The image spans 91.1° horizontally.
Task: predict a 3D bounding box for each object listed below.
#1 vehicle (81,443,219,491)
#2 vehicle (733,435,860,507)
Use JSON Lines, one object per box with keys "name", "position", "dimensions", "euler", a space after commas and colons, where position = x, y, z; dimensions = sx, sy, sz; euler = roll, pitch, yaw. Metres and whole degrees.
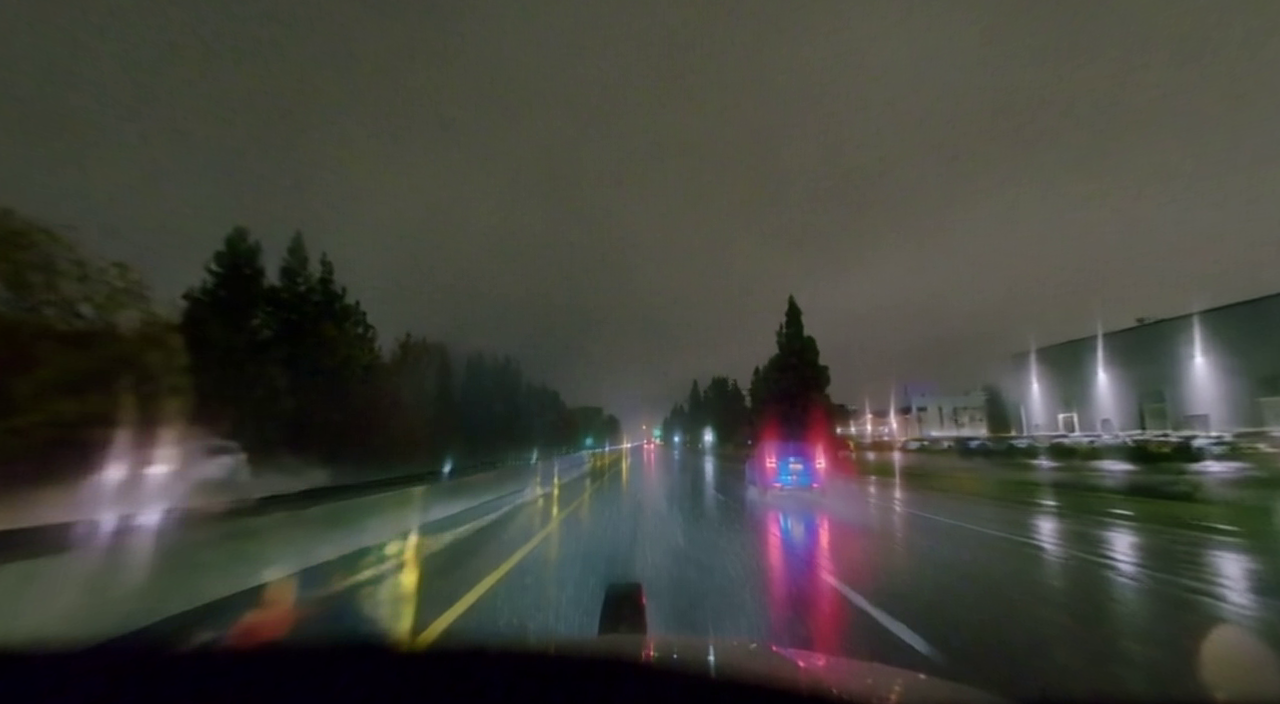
{"name": "vehicle", "position": [-20.548, 4.802, 26.661], "dimensions": [2.101, 1.837, 4.524], "euler": [0, -8, 1]}
{"name": "vehicle", "position": [3.667, 2.859, 15.558], "dimensions": [2.079, 1.531, 3.997], "euler": [0, -8, -1]}
